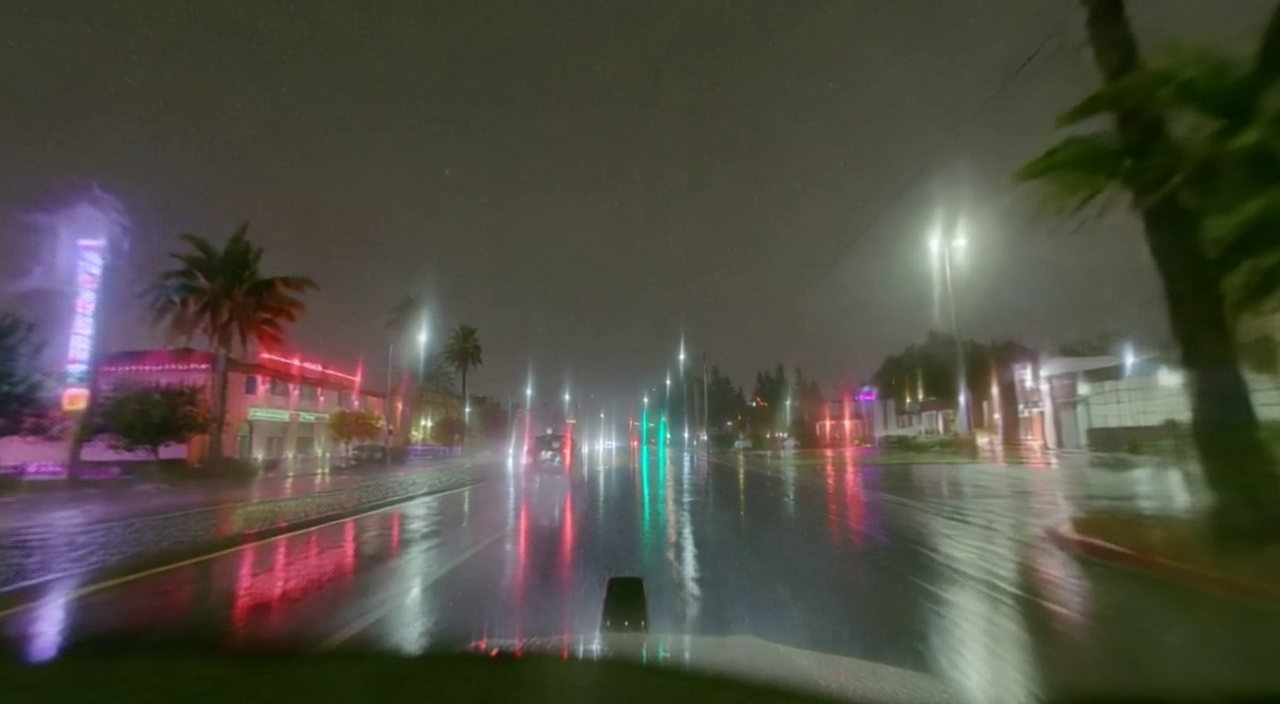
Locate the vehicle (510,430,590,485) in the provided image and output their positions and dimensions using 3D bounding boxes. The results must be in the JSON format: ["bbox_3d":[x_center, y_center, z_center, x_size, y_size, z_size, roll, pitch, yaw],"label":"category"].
[{"bbox_3d":[-3.027,3.655,22.175,2.062,1.693,4.669,0,-8,1],"label":"vehicle"}]
